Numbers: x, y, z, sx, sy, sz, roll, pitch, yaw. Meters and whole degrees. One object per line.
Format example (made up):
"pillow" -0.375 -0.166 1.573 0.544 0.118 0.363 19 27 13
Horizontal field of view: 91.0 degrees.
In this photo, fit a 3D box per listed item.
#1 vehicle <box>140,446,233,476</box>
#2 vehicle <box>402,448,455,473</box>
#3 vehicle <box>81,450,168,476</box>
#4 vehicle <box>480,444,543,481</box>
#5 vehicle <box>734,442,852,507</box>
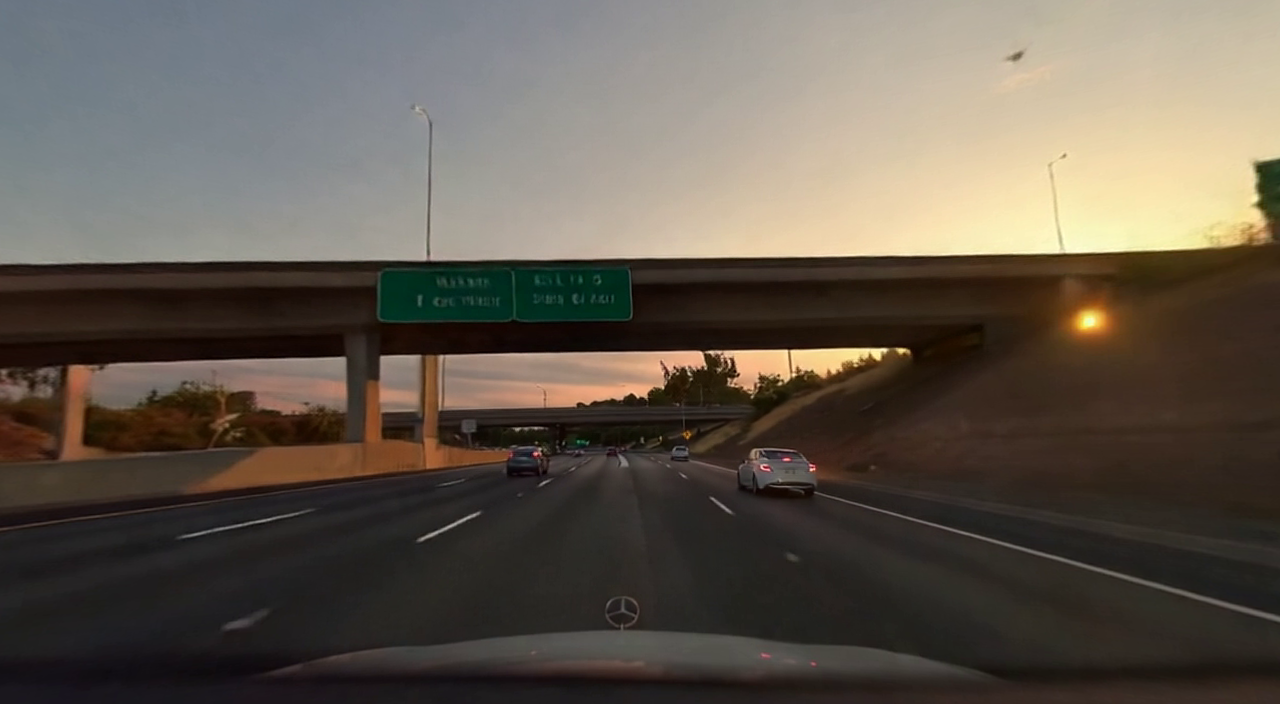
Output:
"vehicle" -26.454 6.360 36.967 1.945 1.649 4.775 0 -9 -1
"vehicle" -13.923 7.146 41.759 1.919 1.497 4.765 0 -9 -2
"vehicle" -34.149 7.352 41.902 1.925 1.594 4.618 0 -9 -1
"vehicle" -5.930 5.162 29.697 2.072 1.545 4.687 0 -9 -2
"vehicle" 3.968 3.255 17.183 2.079 1.535 4.316 0 -9 -1
